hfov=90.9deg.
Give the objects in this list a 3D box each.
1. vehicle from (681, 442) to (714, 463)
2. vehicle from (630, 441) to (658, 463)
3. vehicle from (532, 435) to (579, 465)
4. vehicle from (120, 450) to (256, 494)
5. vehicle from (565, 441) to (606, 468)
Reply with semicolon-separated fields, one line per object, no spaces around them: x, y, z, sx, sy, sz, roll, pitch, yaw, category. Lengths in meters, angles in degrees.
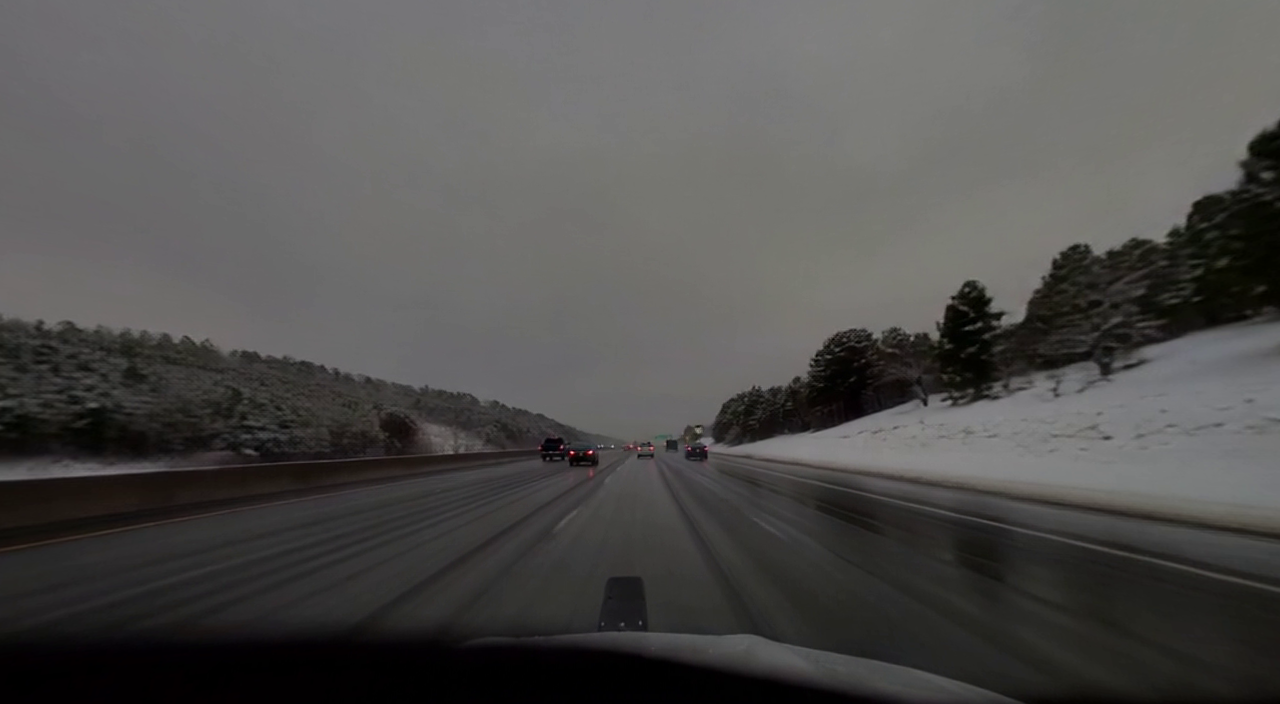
4.341;7.625;47.973;2.027;1.525;4.348;0;-8;-1;vehicle
0.265;7.554;47.650;2.031;1.566;3.904;0;-8;0;vehicle
-6.245;7.282;47.242;2.589;2.063;6.206;0;-8;1;vehicle
-17.095;4.510;24.177;1.818;1.460;4.527;0;-8;1;vehicle
-3.312;6.313;38.926;2.091;1.552;4.516;0;-8;0;vehicle
